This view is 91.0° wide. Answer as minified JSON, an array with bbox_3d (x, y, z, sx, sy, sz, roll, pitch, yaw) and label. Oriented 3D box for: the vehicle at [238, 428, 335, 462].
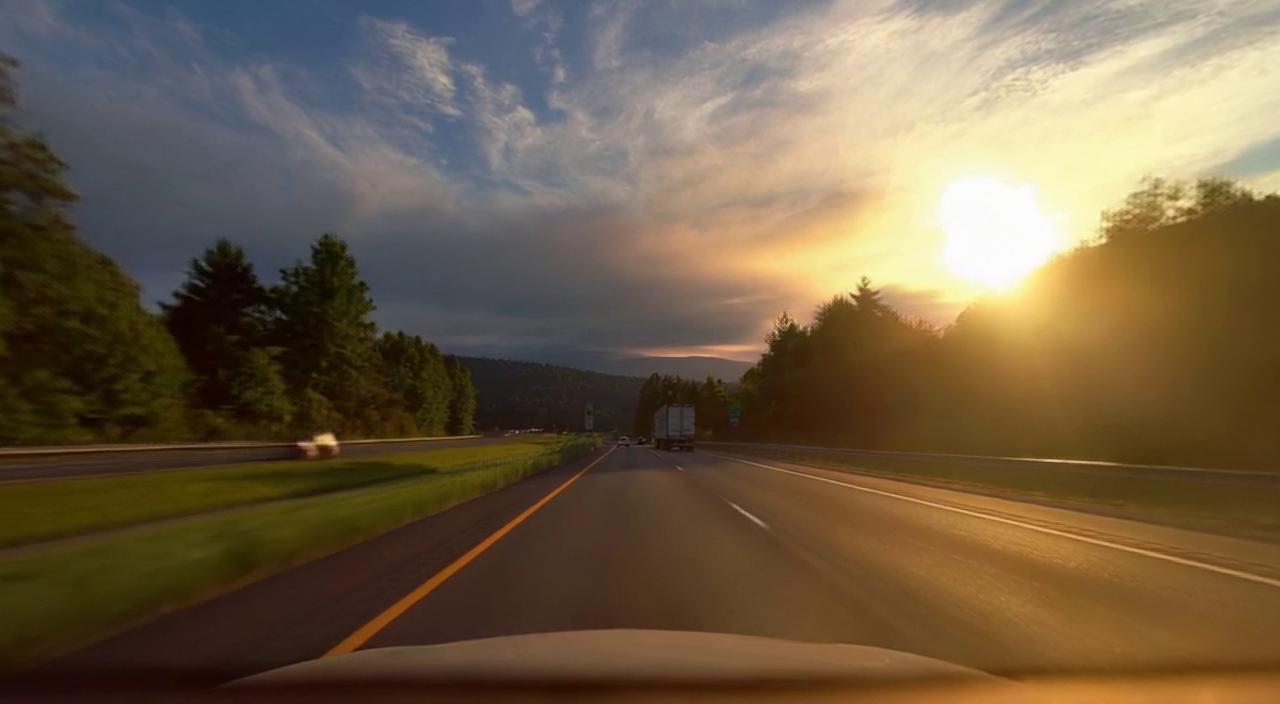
[{"bbox_3d":[-16.845,4.462,30.295,2.125,1.488,4.492,0,-8,-1],"label":"vehicle"}]
